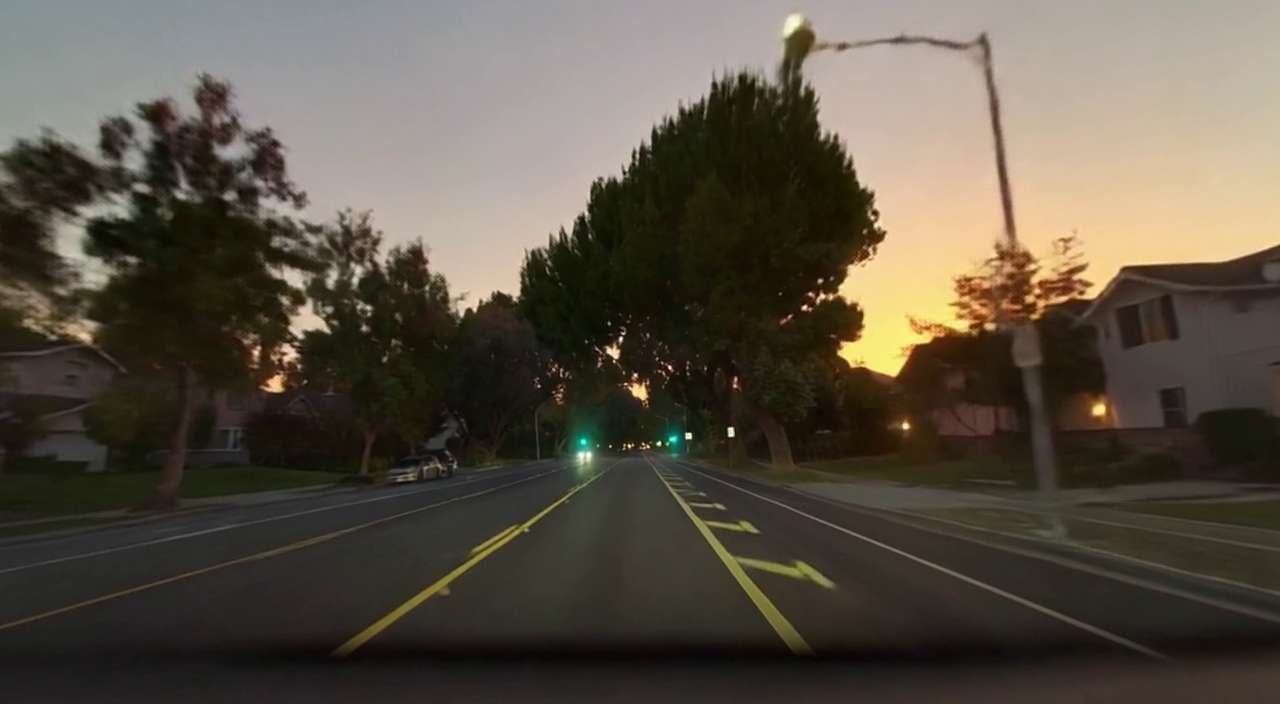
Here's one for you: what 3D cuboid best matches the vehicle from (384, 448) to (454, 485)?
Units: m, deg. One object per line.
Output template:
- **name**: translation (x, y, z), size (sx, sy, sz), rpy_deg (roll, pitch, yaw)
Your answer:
- **vehicle**: translation (-11.754, 6.110, 33.986), size (2.047, 1.710, 4.473), rpy_deg (-3, -9, 2)
